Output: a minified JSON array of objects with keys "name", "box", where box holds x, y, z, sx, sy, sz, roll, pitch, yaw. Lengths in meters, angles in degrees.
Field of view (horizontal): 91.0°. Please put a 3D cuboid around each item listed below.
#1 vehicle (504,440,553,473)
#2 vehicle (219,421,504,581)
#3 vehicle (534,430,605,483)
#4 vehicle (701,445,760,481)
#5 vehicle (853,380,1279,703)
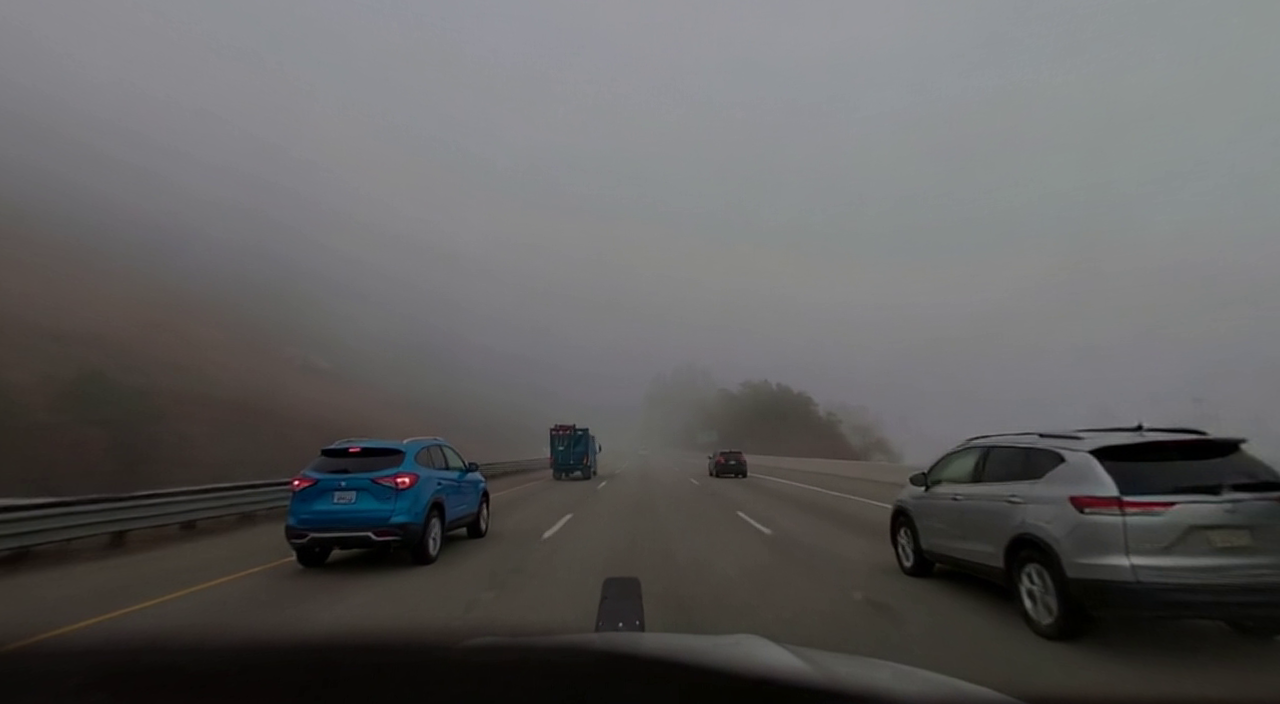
[{"name":"vehicle","box":[-6.914,6.571,39.702,2.149,1.922,4.976,0,-8,0]},{"name":"vehicle","box":[-3.488,1.937,9.003,2.080,1.716,4.207,0,-8,1]},{"name":"vehicle","box":[-3.016,4.671,28.545,2.494,2.136,5.539,0,-8,1]},{"name":"vehicle","box":[4.195,5.203,29.935,2.071,1.570,4.637,0,-8,0]},{"name":"vehicle","box":[3.697,1.327,5.480,2.066,1.696,4.604,0,-8,0]}]
